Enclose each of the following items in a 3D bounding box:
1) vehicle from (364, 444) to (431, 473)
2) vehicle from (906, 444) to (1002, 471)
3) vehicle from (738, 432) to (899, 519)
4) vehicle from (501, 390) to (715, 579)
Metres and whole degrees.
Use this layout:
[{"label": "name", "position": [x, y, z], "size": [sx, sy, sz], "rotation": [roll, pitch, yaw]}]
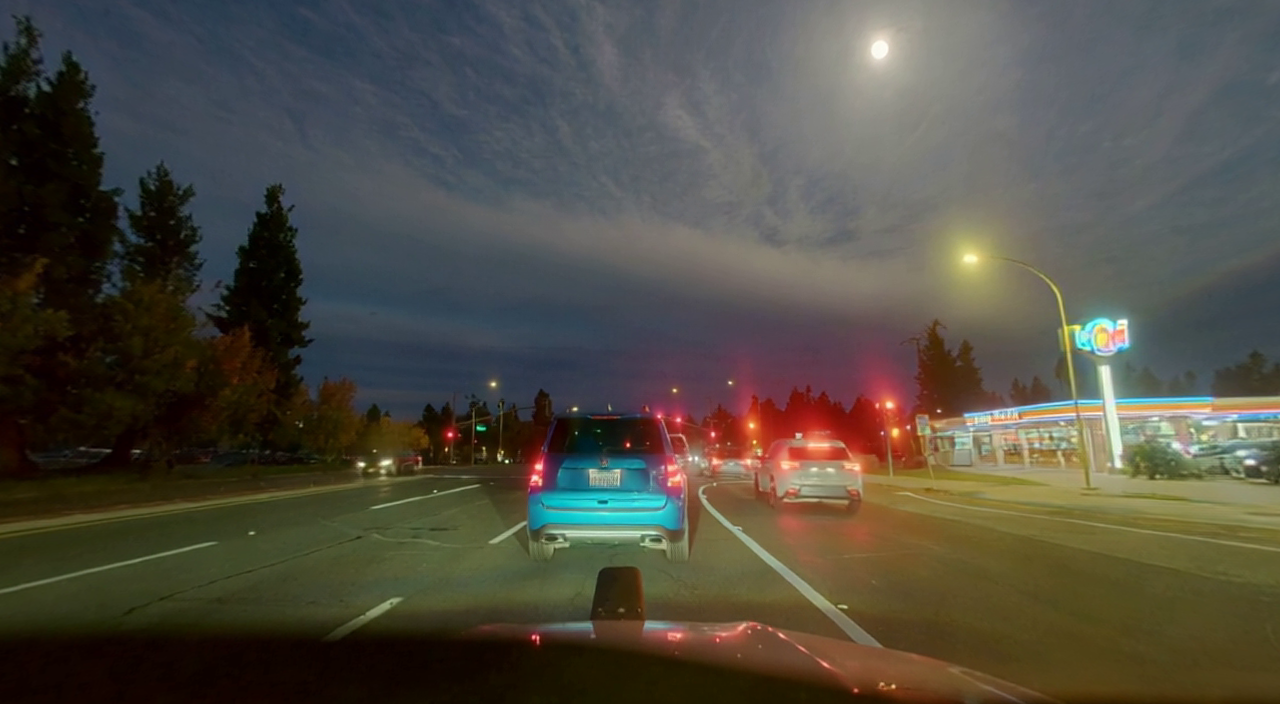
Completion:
[{"label": "vehicle", "position": [-13.270, 5.831, 34.813], "size": [1.983, 1.460, 4.456], "rotation": [0, -9, -1]}, {"label": "vehicle", "position": [17.211, 5.772, 34.770], "size": [4.290, 1.427, 1.751], "rotation": [0, -9, 2]}, {"label": "vehicle", "position": [3.634, 2.610, 13.943], "size": [2.098, 1.555, 4.778], "rotation": [0, -9, -1]}, {"label": "vehicle", "position": [-0.298, 1.648, 8.620], "size": [2.096, 1.837, 4.687], "rotation": [0, -9, 0]}]
